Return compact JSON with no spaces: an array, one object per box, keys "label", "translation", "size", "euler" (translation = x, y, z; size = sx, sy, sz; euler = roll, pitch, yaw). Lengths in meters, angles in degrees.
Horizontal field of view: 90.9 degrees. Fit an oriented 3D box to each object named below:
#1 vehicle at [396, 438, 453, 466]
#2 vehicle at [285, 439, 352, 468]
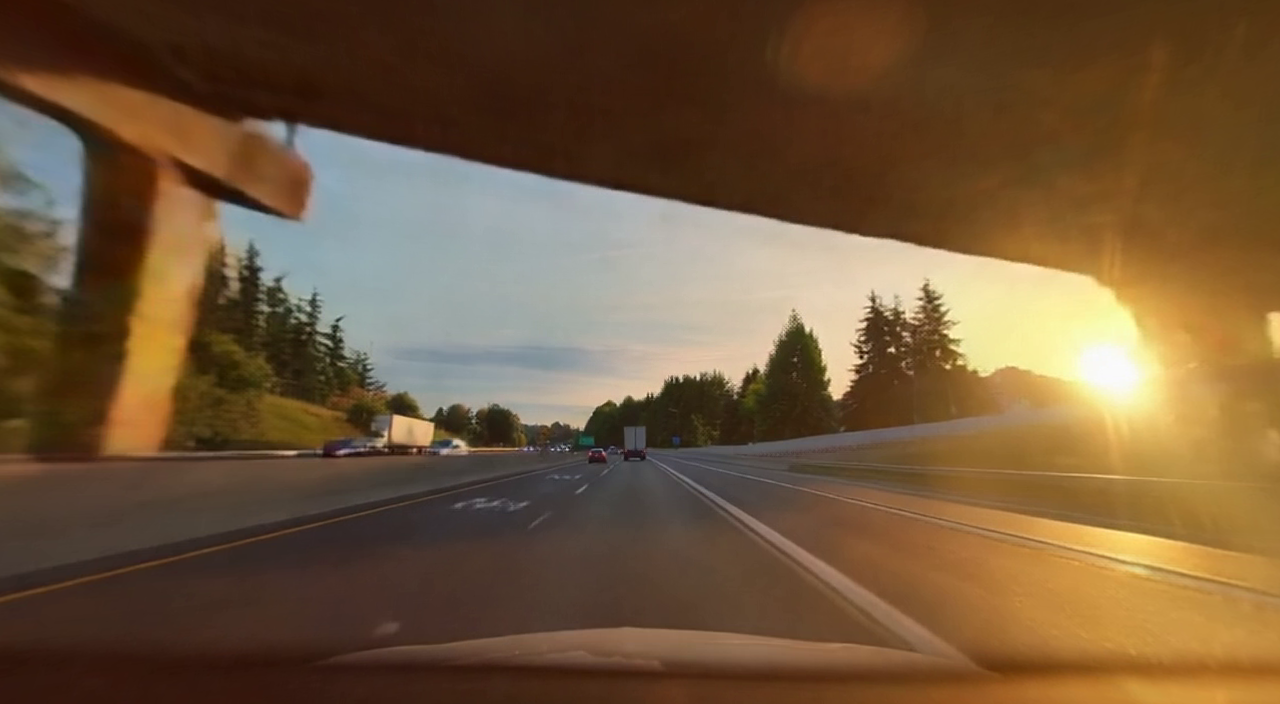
[{"label":"vehicle","translation":[-12.059,5.619,35.455],"size":[1.757,1.476,3.783],"euler":[0,-9,1]},{"label":"vehicle","translation":[-15.790,5.002,31.105],"size":[1.515,1.370,3.291],"euler":[0,-9,1]}]
